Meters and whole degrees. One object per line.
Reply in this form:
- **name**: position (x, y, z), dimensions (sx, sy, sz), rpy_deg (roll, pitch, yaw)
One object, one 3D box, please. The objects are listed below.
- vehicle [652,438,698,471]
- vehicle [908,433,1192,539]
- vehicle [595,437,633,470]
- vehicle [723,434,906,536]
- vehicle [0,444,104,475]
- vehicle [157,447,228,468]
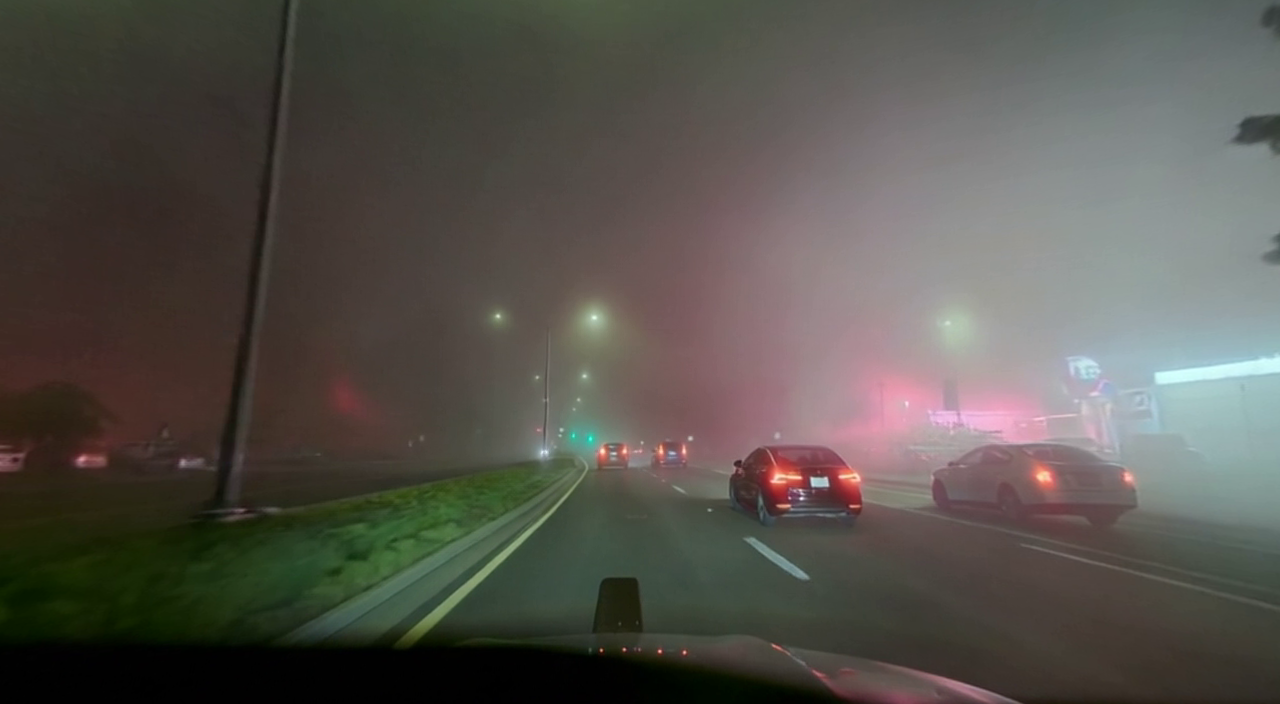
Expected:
- **vehicle**: position (1.924, 5.788, 35.734), dimensions (2.000, 1.745, 4.206), rpy_deg (1, -8, -5)
- **vehicle**: position (6.661, 2.188, 10.975), dimensions (1.917, 1.457, 4.274), rpy_deg (0, -8, -3)
- **vehicle**: position (-1.590, 5.931, 36.866), dimensions (2.051, 1.798, 4.168), rpy_deg (1, -8, -4)
- **vehicle**: position (2.817, 2.249, 11.301), dimensions (1.883, 1.452, 4.258), rpy_deg (0, -8, -3)
- **vehicle**: position (-30.543, 5.501, 32.295), dimensions (4.040, 1.501, 2.088), rpy_deg (1, -8, -4)
- **vehicle**: position (-30.782, 7.234, 43.371), dimensions (3.502, 1.364, 1.773), rpy_deg (1, -8, -4)
